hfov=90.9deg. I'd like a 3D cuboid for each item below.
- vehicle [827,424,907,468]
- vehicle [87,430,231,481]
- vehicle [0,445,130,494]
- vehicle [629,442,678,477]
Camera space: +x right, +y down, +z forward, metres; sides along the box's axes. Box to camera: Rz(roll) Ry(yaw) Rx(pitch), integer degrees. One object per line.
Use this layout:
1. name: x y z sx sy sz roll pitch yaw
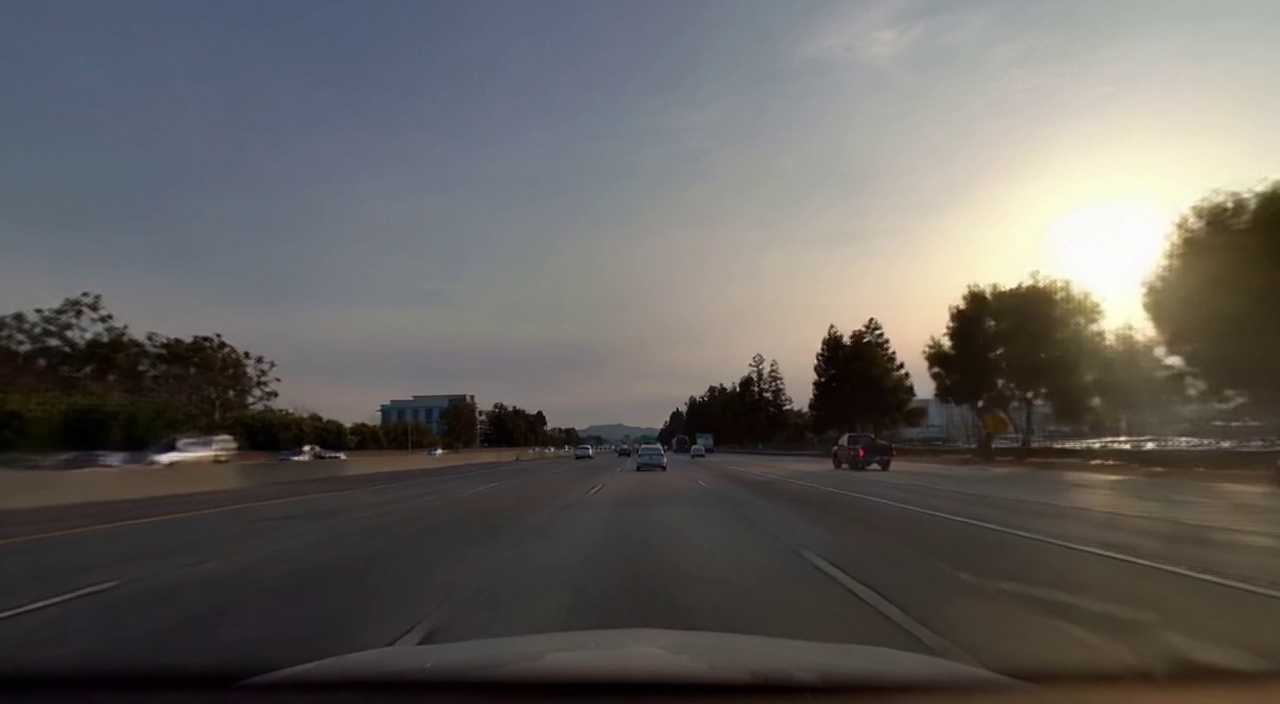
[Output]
1. vehicle: 13.542 5.696 38.135 2.336 2.415 6.056 0 -8 -3
2. vehicle: -24.945 5.402 33.219 2.187 2.399 6.679 -1 -8 1
3. vehicle: -21.233 4.133 22.577 1.930 1.545 4.734 -1 -8 1
4. vehicle: 0.583 4.920 29.207 2.112 1.482 4.082 0 -8 0
